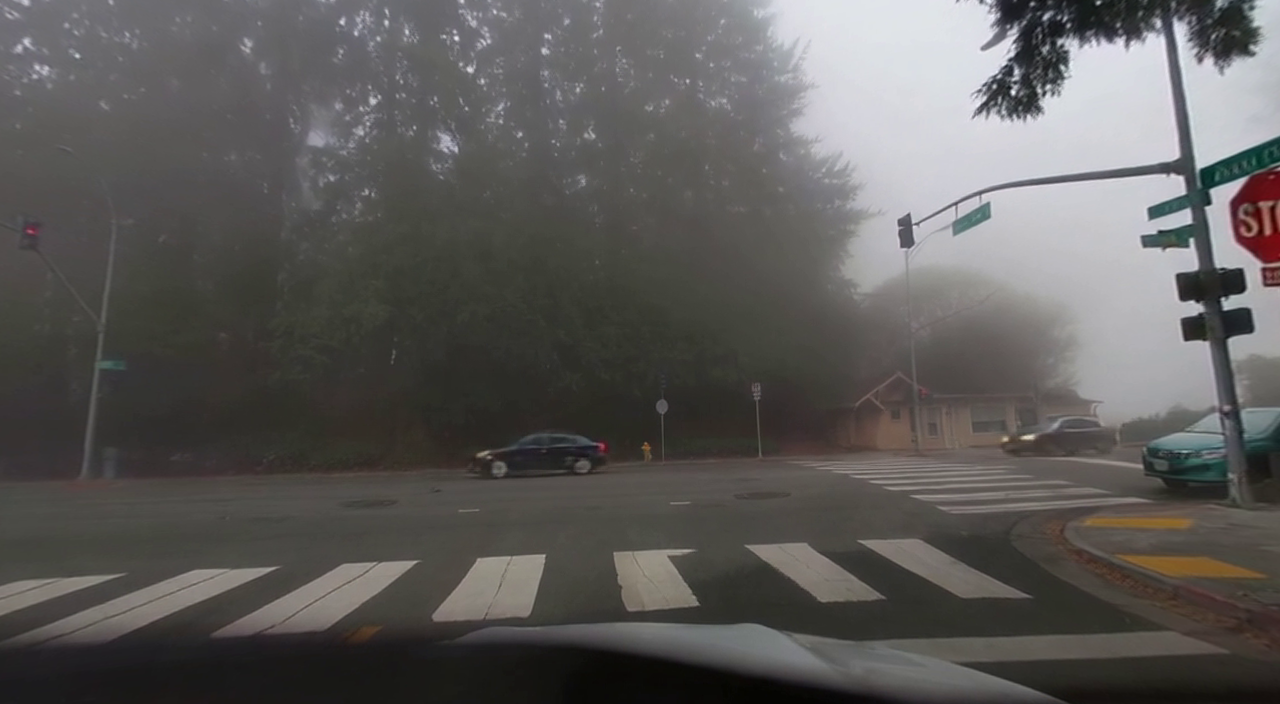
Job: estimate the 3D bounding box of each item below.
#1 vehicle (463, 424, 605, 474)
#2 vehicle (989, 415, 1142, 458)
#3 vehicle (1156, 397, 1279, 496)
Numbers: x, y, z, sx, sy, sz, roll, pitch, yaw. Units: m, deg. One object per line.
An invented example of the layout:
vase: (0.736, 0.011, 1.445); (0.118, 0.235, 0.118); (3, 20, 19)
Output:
vehicle: (-3.465, 3.149, 20.588); (4.296, 1.499, 1.814); (3, -9, -19)
vehicle: (15.576, 3.121, 23.220); (4.548, 1.469, 1.864); (1, -8, -11)
vehicle: (12.802, 1.794, 12.130); (4.208, 1.685, 2.014); (1, -8, -8)
